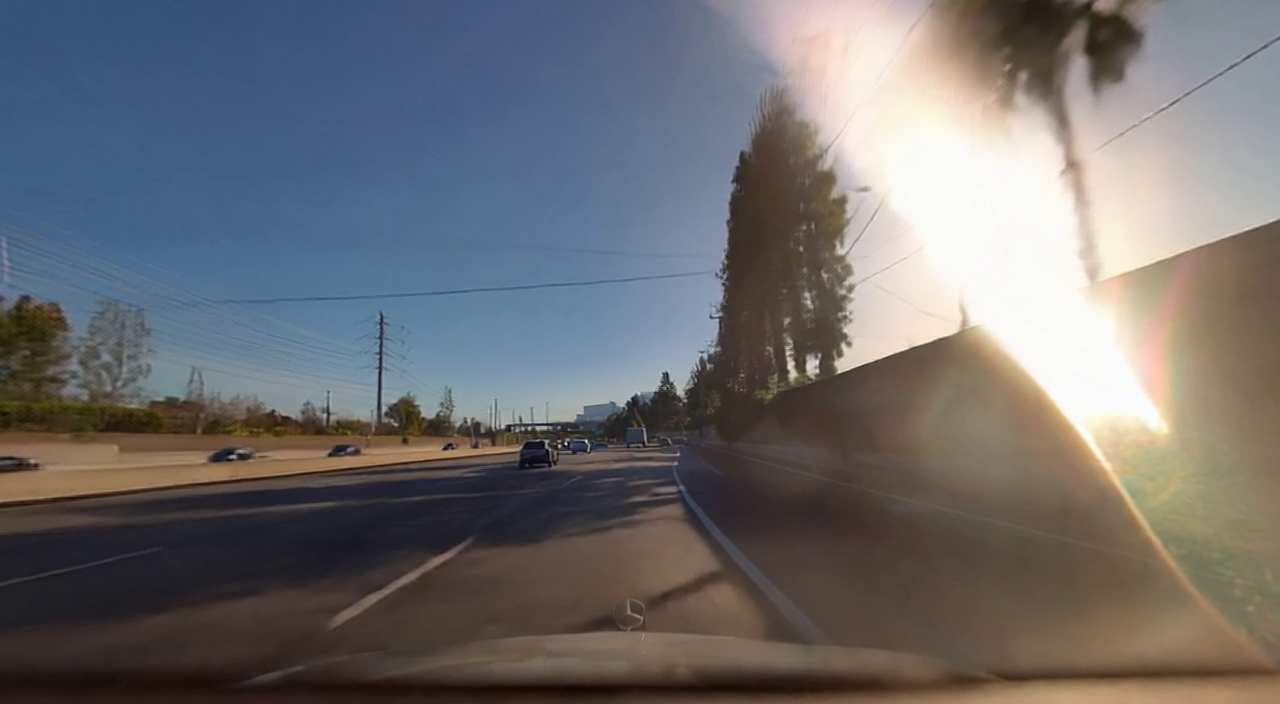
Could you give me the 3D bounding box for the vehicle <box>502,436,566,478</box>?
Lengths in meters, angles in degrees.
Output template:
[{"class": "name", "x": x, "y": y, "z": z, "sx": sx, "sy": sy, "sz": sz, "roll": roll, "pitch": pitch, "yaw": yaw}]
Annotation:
[{"class": "vehicle", "x": -4.343, "y": 4.354, "z": 26.526, "sx": 2.029, "sy": 1.609, "sz": 3.935, "roll": 0, "pitch": -8, "yaw": -1}]
